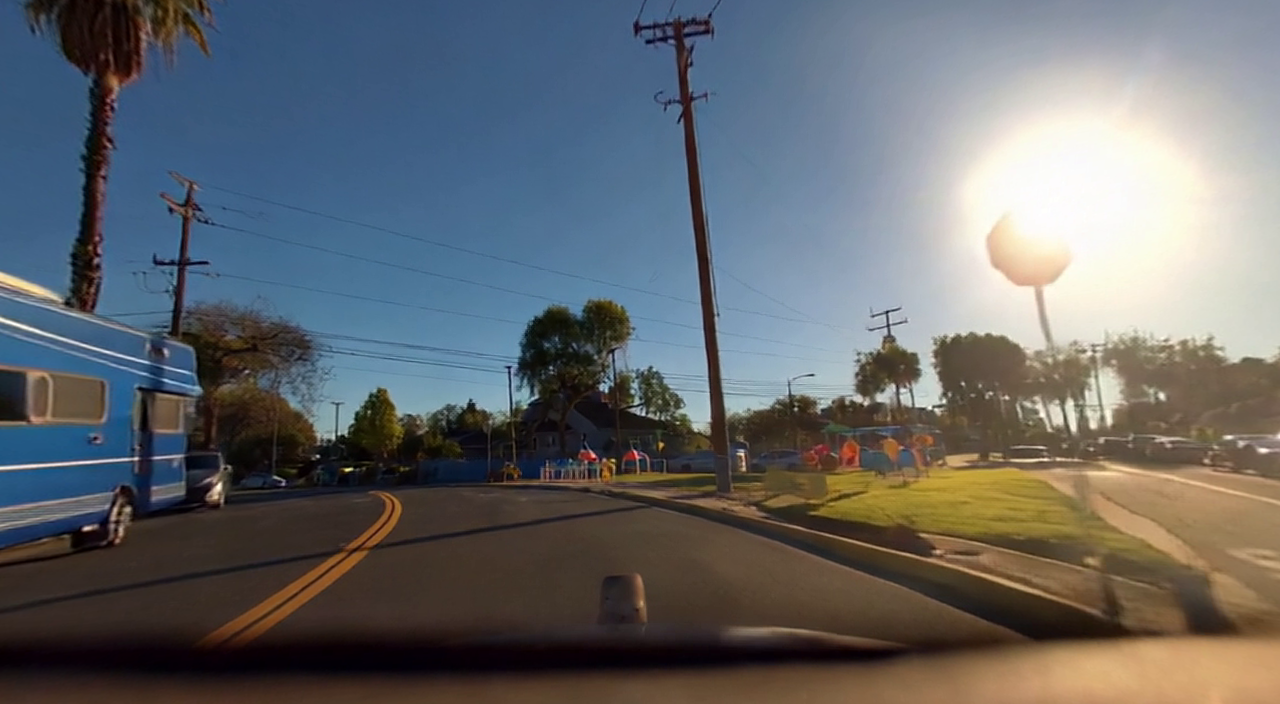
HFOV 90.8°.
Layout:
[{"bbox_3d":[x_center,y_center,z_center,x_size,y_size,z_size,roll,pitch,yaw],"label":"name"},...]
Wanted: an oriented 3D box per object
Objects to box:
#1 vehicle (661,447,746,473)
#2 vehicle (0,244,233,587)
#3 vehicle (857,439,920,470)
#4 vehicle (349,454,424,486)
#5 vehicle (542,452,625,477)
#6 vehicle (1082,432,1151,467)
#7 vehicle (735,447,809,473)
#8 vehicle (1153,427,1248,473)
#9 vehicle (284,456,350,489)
[{"bbox_3d":[3.970,6.783,39.769,4.952,1.472,1.837,2,-7,-13],"label":"vehicle"},{"bbox_3d":[-8.546,0.682,6.573,3.216,3.720,11.364,1,-6,-12],"label":"vehicle"},{"bbox_3d":[18.540,7.562,47.012,4.994,1.898,2.267,4,-7,-41],"label":"vehicle"},{"bbox_3d":[-16.795,7.791,41.850,4.586,1.784,1.890,-3,-6,25],"label":"vehicle"},{"bbox_3d":[-3.434,6.991,39.229,4.966,1.377,1.739,0,-6,1],"label":"vehicle"},{"bbox_3d":[31.180,6.335,41.518,2.094,1.992,4.941,-3,-6,19],"label":"vehicle"},{"bbox_3d":[8.658,7.033,41.336,4.461,1.417,1.781,2,-5,-21],"label":"vehicle"},{"bbox_3d":[26.790,4.628,30.402,1.974,1.894,4.810,-3,-6,24],"label":"vehicle"},{"bbox_3d":[-23.356,8.656,45.602,4.844,1.974,2.092,-5,-7,33],"label":"vehicle"}]
